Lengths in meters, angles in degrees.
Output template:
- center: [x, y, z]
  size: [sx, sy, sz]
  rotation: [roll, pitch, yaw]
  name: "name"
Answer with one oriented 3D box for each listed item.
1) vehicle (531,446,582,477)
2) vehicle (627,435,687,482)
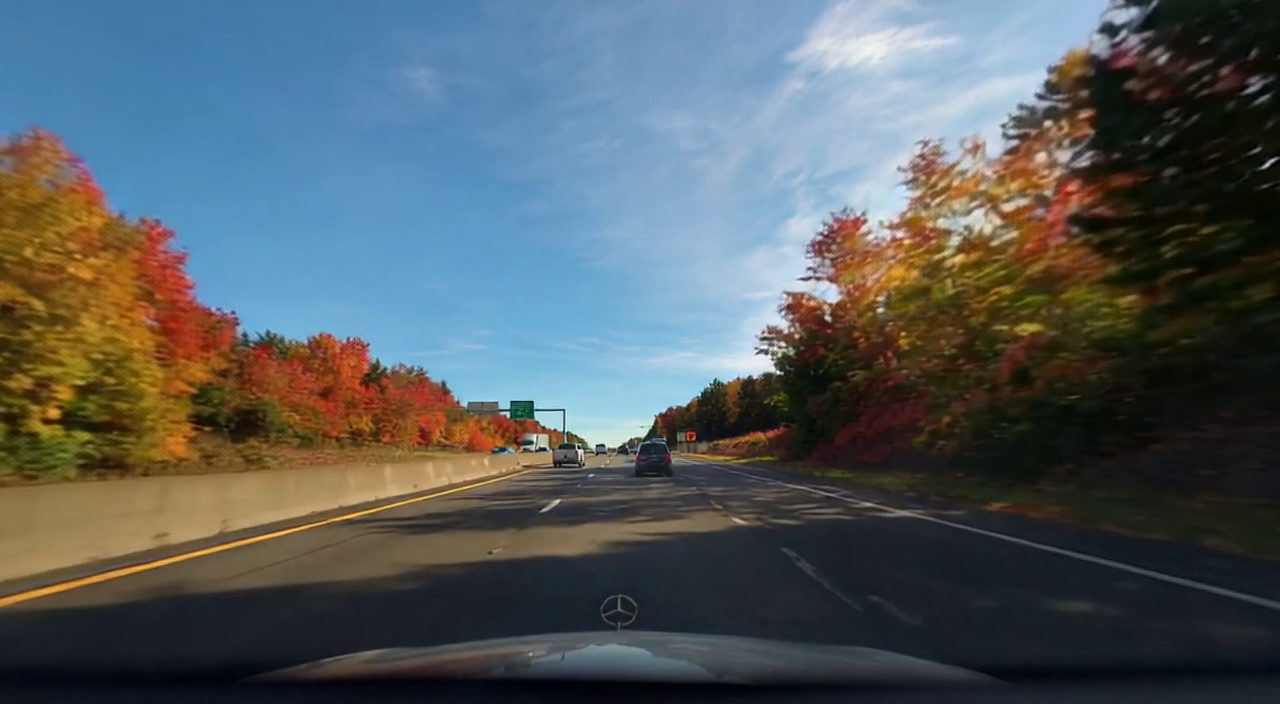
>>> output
- center: [-4.012, 5.323, 30.720]
  size: [2.037, 1.418, 3.793]
  rotation: [0, -9, 0]
  name: "vehicle"
- center: [0.605, 4.361, 25.846]
  size: [2.250, 1.718, 4.358]
  rotation: [0, -9, -1]
  name: "vehicle"
